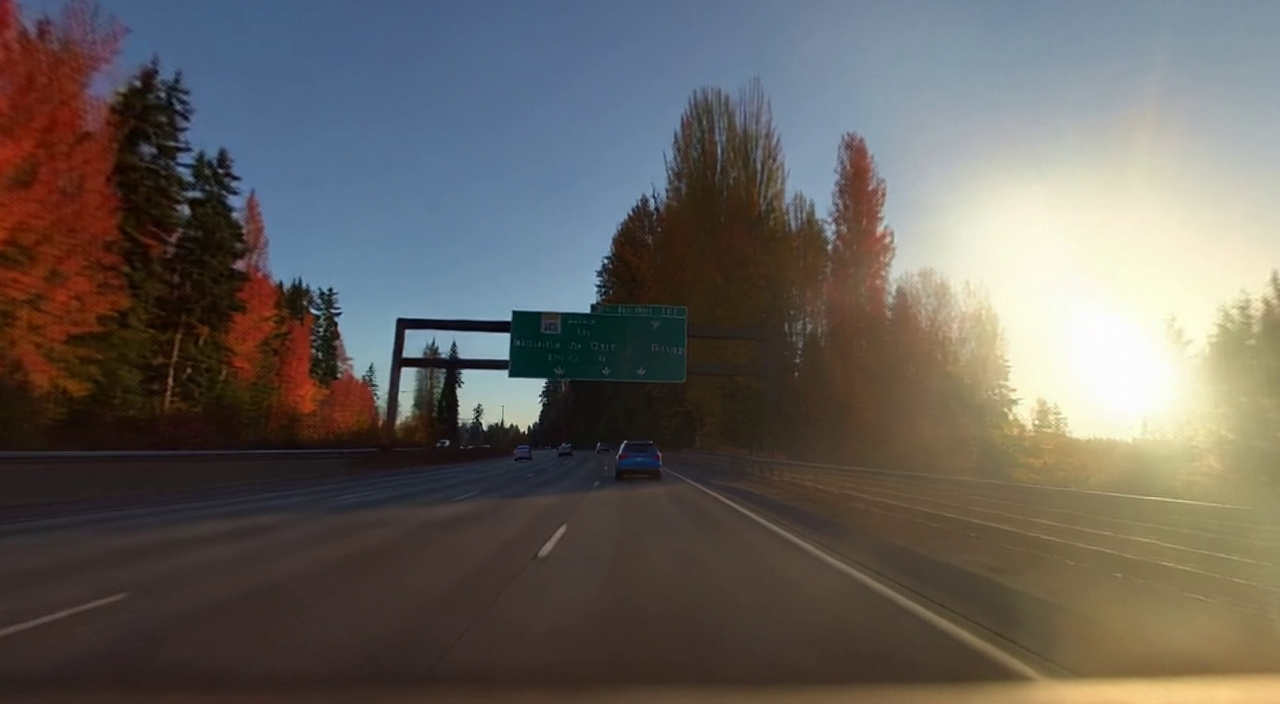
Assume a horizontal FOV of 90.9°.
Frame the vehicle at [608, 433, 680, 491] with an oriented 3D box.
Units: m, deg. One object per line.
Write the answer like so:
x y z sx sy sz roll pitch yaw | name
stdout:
0.022 3.576 20.857 2.120 1.706 4.226 0 -8 -3 | vehicle
